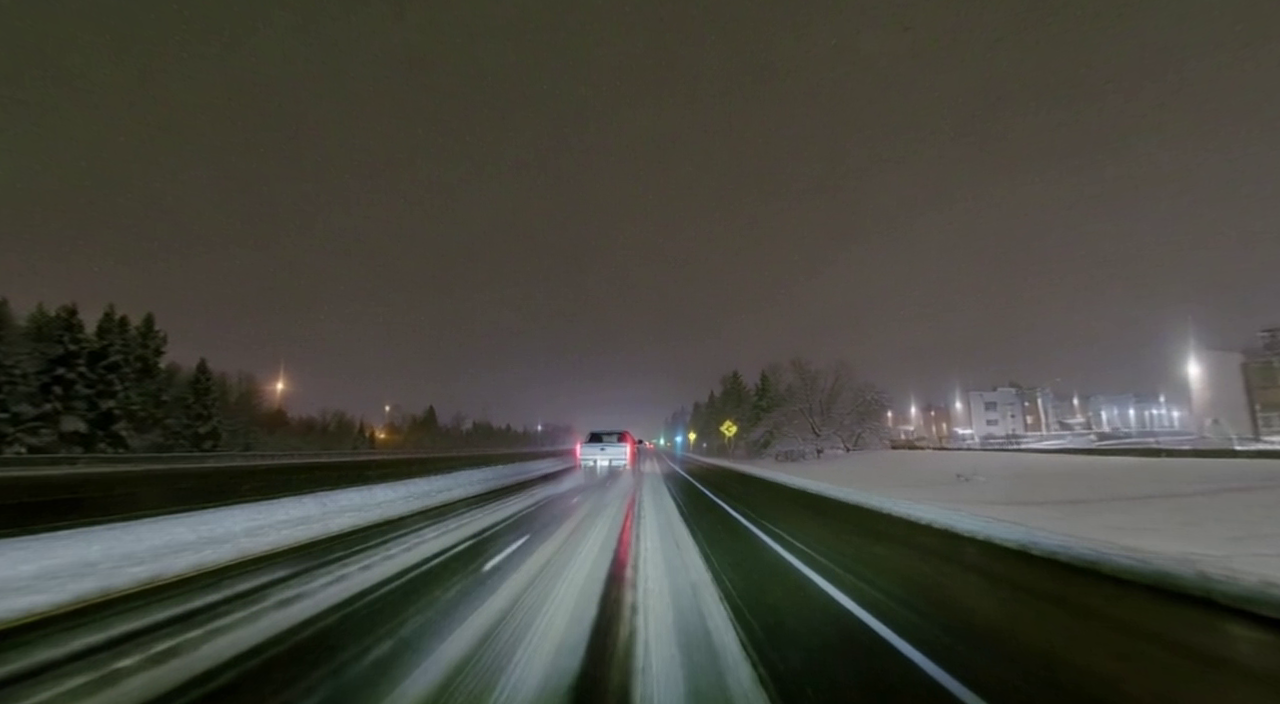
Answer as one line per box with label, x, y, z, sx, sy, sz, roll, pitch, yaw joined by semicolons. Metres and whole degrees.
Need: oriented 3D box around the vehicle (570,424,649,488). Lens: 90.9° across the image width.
vehicle;-0.908;3.633;22.362;2.350;1.932;5.562;-1;-8;2
